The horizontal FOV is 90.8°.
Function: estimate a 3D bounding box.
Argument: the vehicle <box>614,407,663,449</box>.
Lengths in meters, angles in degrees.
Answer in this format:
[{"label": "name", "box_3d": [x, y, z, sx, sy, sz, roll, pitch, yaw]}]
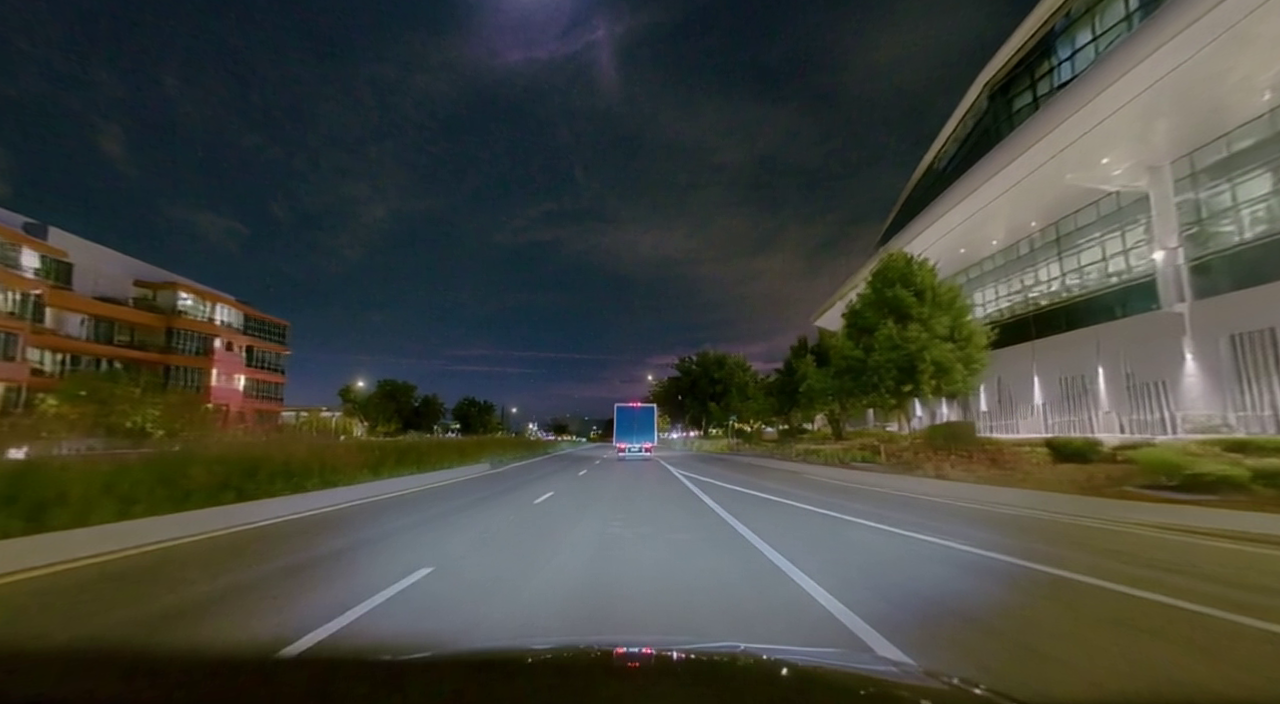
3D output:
[{"label": "vehicle", "box_3d": [-0.175, 3.743, 30.488, 2.178, 1.829, 4.932, 0, -9, -2]}]
